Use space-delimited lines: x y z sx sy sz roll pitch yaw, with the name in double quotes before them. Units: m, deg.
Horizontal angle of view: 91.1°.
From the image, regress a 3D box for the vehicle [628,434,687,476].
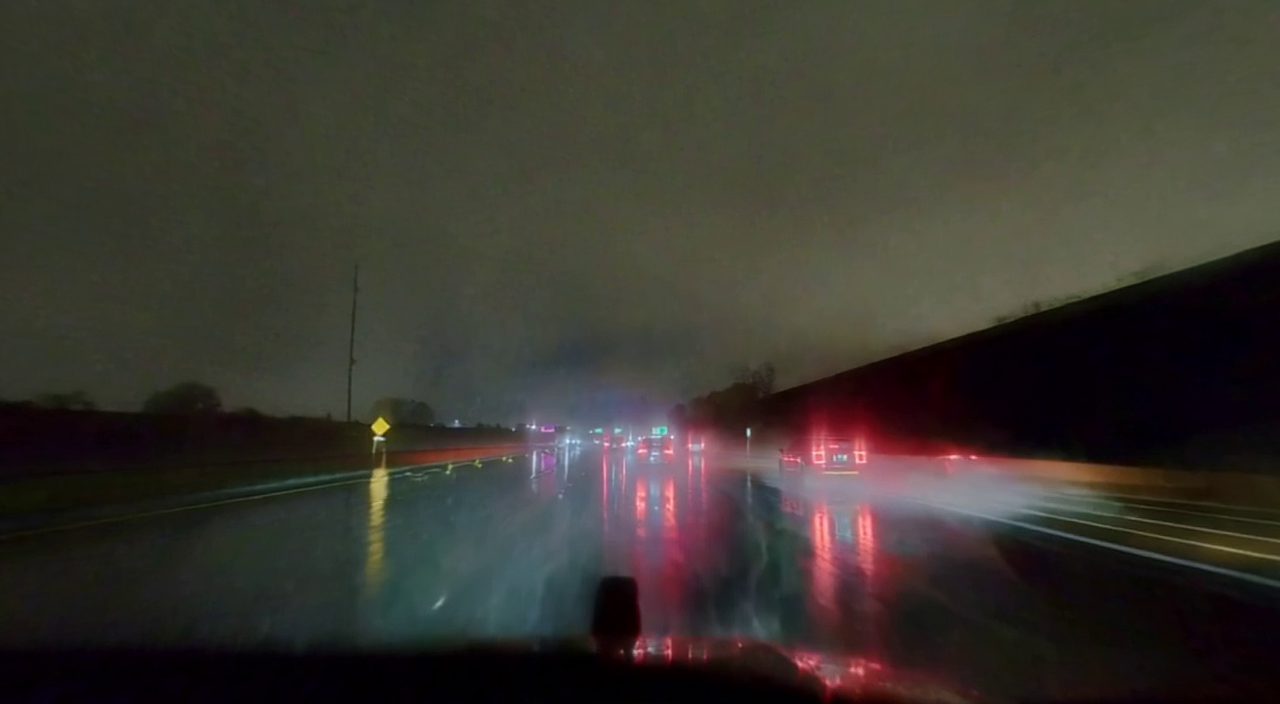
"vehicle" 0.593 3.920 24.280 2.046 1.467 3.844 0 -8 -2
